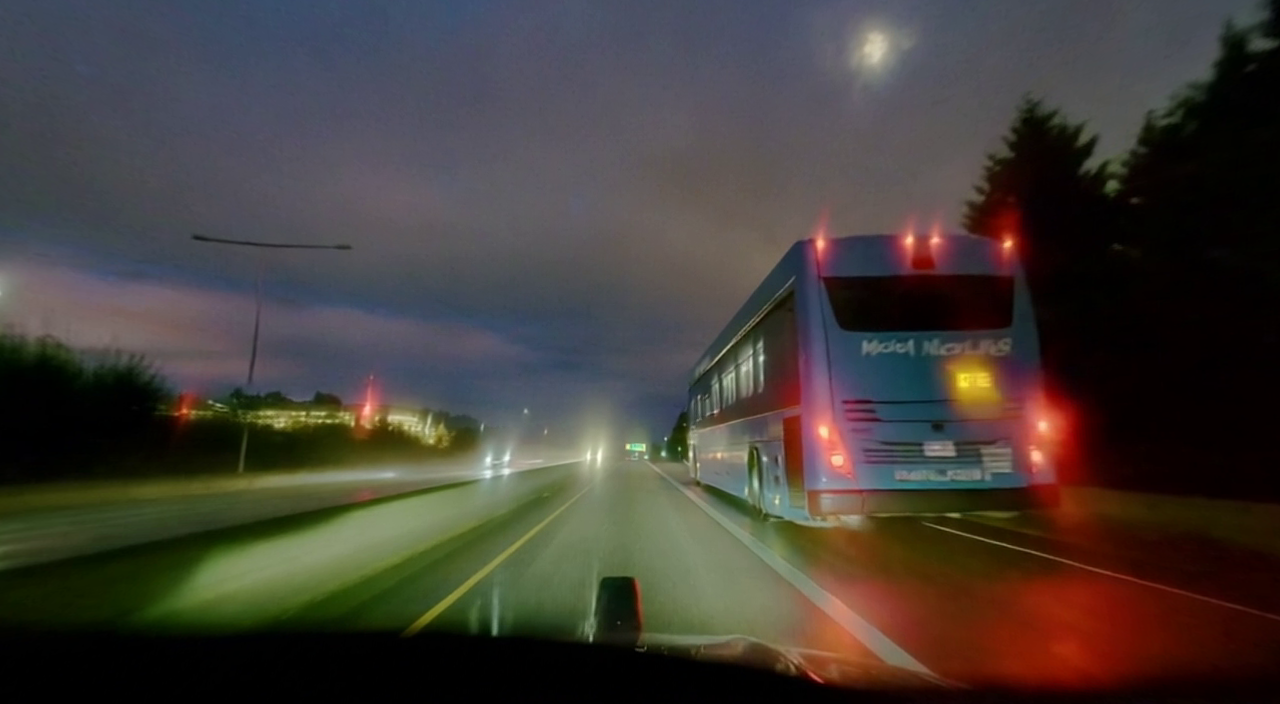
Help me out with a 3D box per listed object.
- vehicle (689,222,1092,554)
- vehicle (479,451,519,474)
[{"bbox_3d":[3.548,1.425,14.736,3.277,4.084,14.213,0,-9,-1],"label":"vehicle"},{"bbox_3d":[-10.035,7.888,44.896,1.872,1.461,4.227,0,-9,-1],"label":"vehicle"}]
